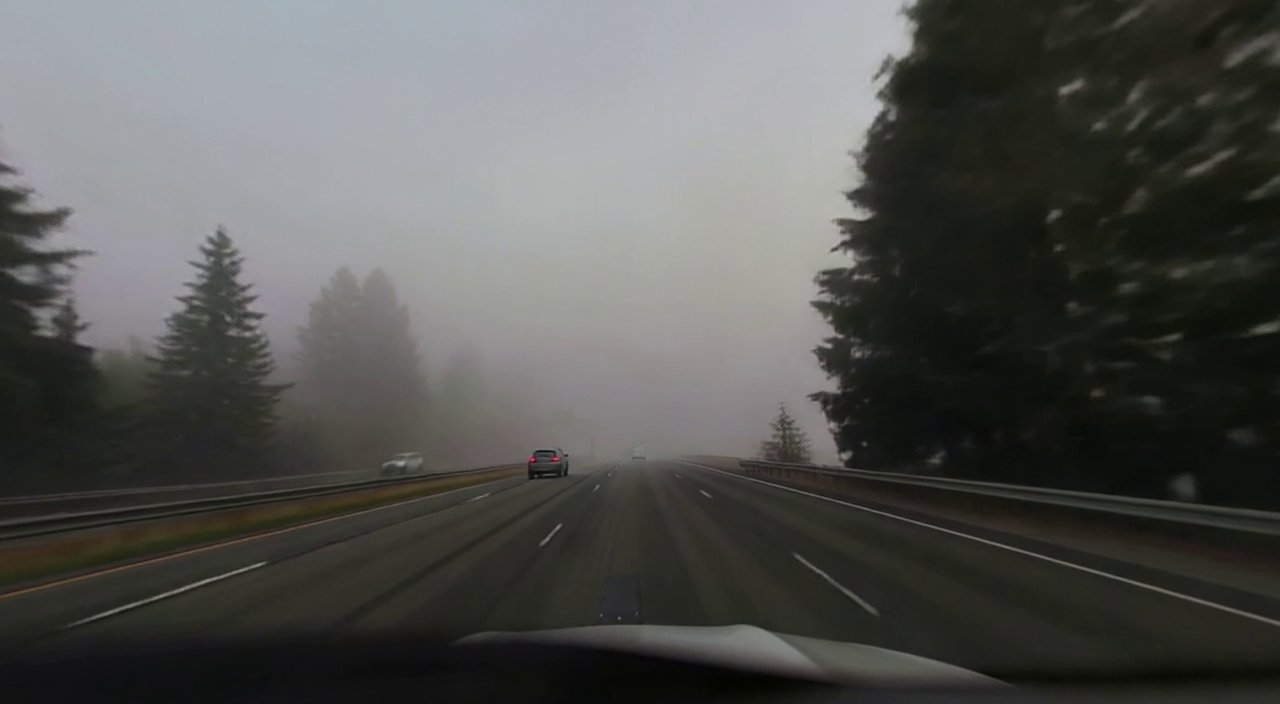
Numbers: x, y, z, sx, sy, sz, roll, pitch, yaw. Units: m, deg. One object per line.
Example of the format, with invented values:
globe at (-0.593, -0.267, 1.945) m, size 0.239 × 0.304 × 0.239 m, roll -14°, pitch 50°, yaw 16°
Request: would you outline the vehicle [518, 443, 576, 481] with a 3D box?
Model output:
vehicle at (-4.174, 5.015, 28.825) m, size 1.958 × 1.587 × 4.801 m, roll 0°, pitch -9°, yaw 0°
